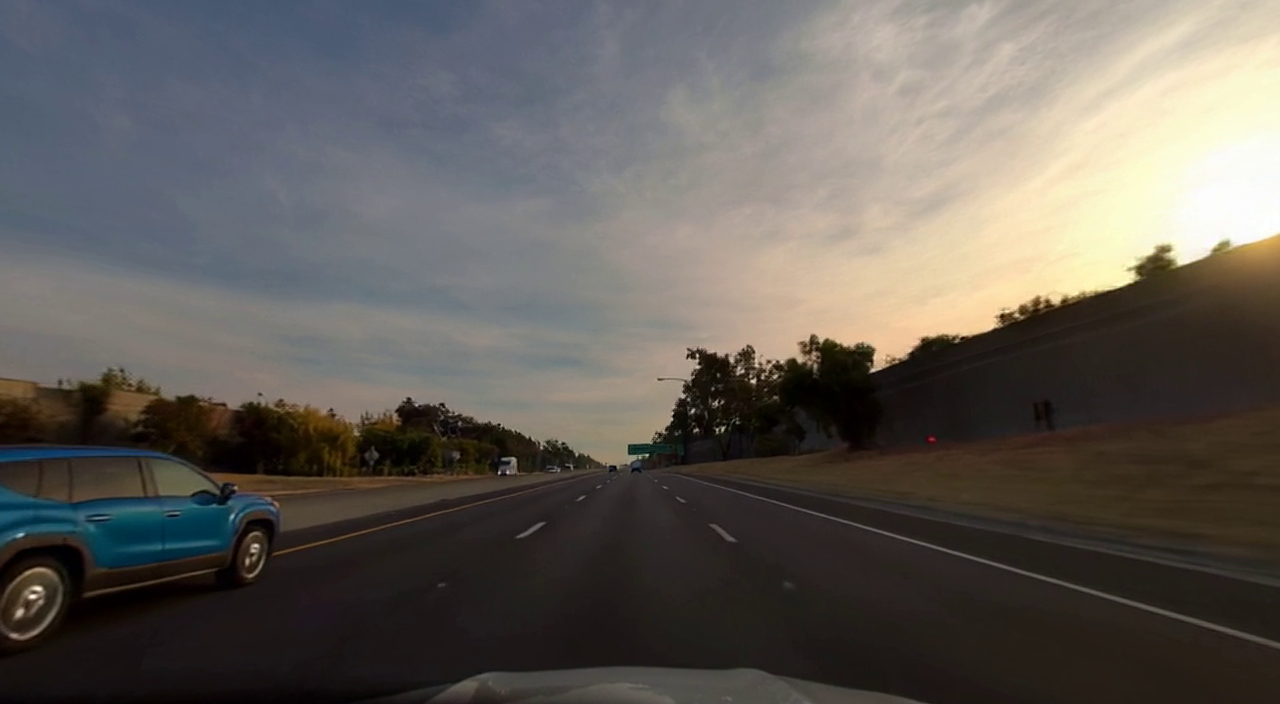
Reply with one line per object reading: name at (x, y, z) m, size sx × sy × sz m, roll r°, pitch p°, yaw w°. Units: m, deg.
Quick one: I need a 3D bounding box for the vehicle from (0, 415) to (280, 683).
vehicle at (-4.666, 1.264, 4.363) m, size 1.914 × 1.534 × 4.015 m, roll 1°, pitch -10°, yaw 0°
